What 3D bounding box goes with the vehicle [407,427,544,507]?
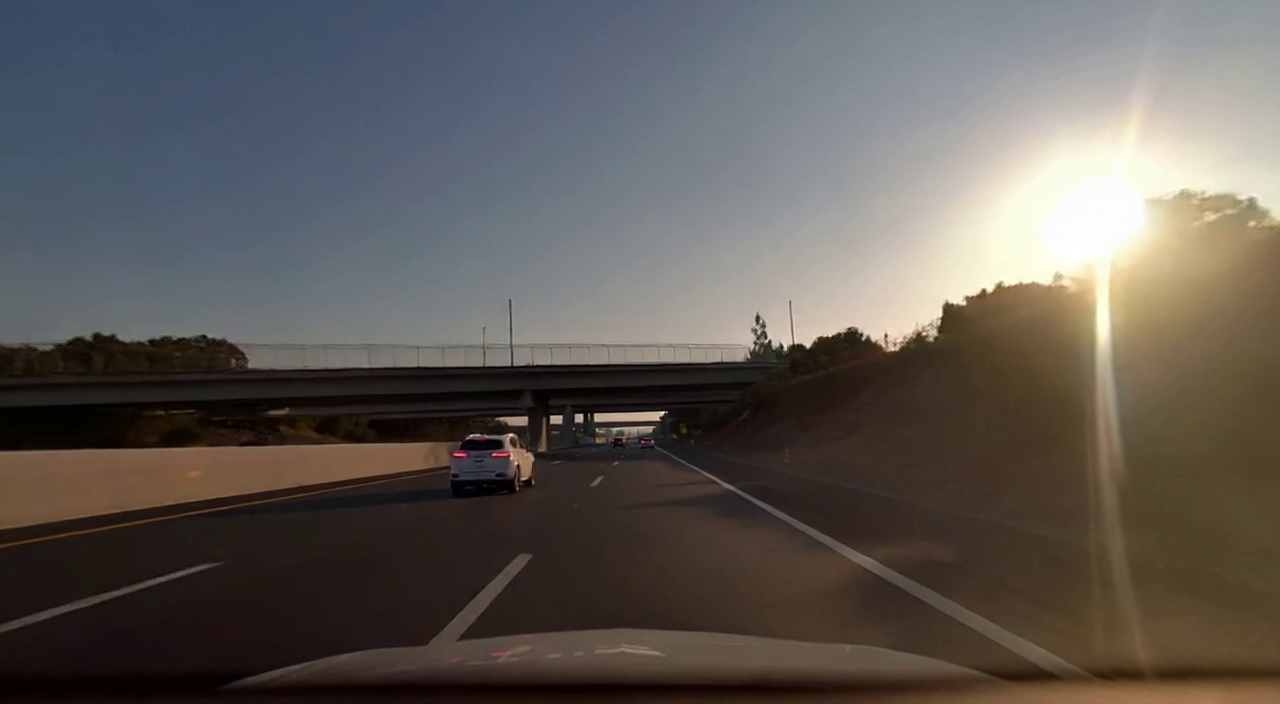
[{"bbox_3d":[-3.634,2.597,14.800,2.039,1.589,4.324,0,-8,0],"label":"vehicle"}]
